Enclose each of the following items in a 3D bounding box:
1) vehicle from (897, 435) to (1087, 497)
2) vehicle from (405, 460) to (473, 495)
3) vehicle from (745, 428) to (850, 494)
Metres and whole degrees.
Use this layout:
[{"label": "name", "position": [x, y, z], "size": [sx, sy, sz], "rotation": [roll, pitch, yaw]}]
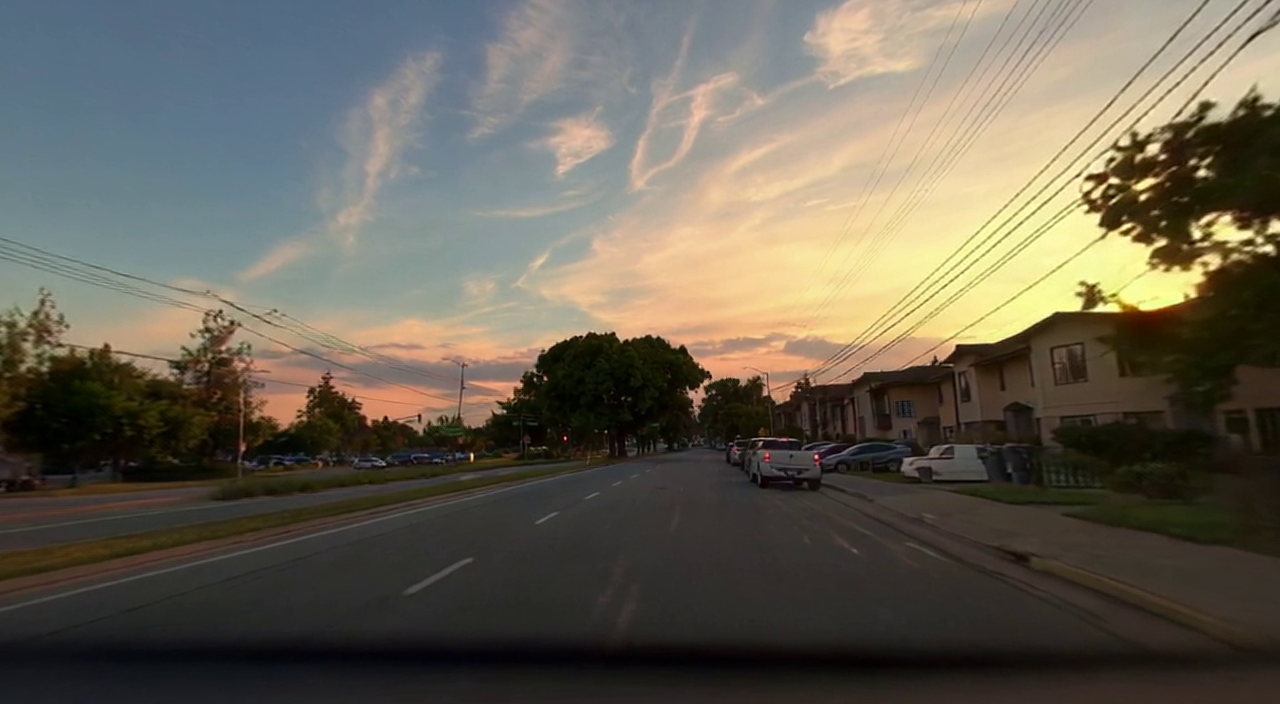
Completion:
[{"label": "vehicle", "position": [10.815, 3.488, 19.767], "size": [2.038, 1.680, 4.660], "rotation": [6, -10, -37]}, {"label": "vehicle", "position": [-9.406, 5.860, 29.853], "size": [1.688, 1.424, 3.786], "rotation": [-1, -8, 5]}, {"label": "vehicle", "position": [4.789, 3.394, 20.119], "size": [2.359, 1.817, 4.985], "rotation": [-1, -8, 4]}]
